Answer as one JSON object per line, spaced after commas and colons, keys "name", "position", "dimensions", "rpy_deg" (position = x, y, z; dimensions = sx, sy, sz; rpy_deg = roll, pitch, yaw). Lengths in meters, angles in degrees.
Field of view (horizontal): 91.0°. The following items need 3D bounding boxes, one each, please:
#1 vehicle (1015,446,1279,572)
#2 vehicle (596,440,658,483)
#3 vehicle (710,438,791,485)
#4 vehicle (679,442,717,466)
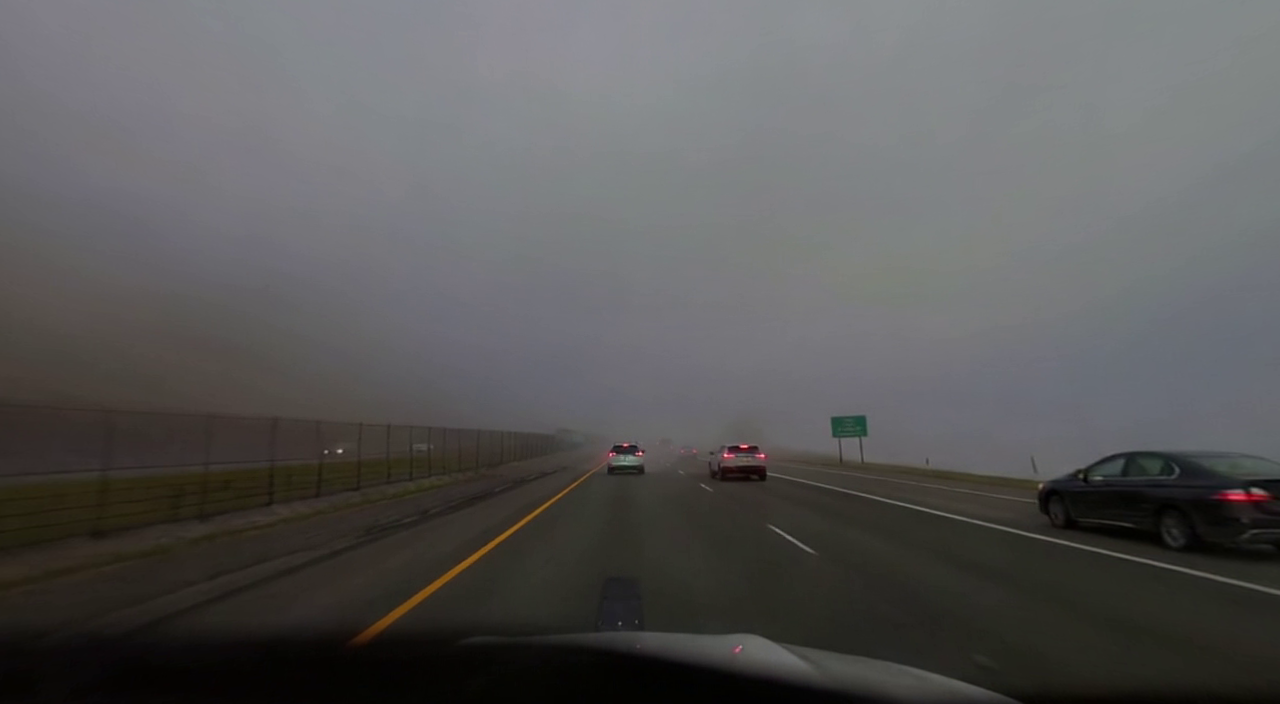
{"name": "vehicle", "position": [7.619, 1.976, 8.812], "dimensions": [1.910, 1.303, 4.462], "rpy_deg": [0, -8, -1]}
{"name": "vehicle", "position": [-0.483, 4.008, 23.353], "dimensions": [2.085, 1.449, 3.860], "rpy_deg": [0, -8, -1]}
{"name": "vehicle", "position": [3.767, 3.819, 22.254], "dimensions": [1.949, 1.493, 4.272], "rpy_deg": [0, -8, -2]}
{"name": "vehicle", "position": [3.654, 6.483, 40.165], "dimensions": [1.957, 1.447, 4.241], "rpy_deg": [0, -8, -1]}
